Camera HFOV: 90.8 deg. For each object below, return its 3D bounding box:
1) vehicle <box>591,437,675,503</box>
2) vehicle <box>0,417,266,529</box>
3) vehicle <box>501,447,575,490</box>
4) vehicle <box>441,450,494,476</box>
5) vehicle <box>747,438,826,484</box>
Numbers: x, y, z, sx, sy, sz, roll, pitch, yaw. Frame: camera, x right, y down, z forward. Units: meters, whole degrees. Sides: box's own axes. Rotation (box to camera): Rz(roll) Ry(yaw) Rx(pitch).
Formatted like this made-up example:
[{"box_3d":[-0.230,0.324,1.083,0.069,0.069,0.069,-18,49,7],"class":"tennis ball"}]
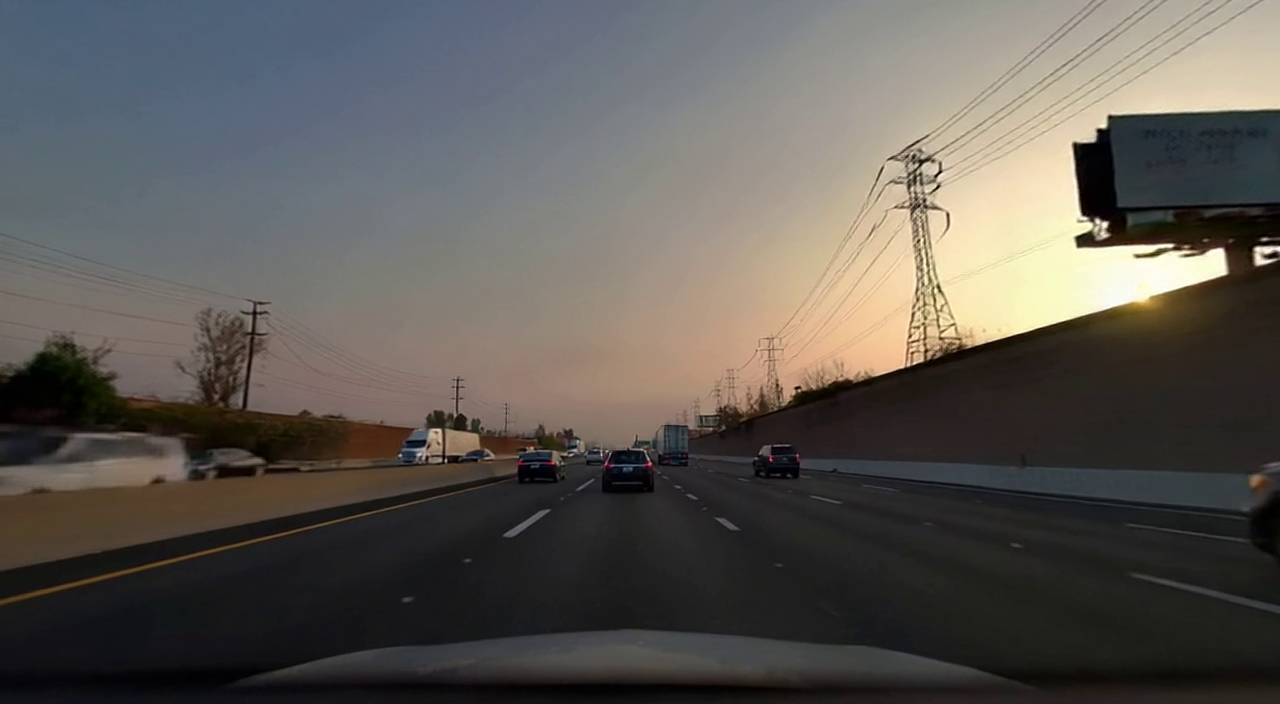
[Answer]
[{"box_3d":[-0.207,3.393,18.536,2.191,1.685,4.015,0,-9,-1],"class":"vehicle"},{"box_3d":[-10.520,2.332,12.790,2.244,1.729,5.864,0,-9,1],"class":"vehicle"},{"box_3d":[-3.834,4.470,24.583,2.025,1.498,4.675,0,-9,1],"class":"vehicle"},{"box_3d":[-10.749,6.944,39.629,2.008,1.500,4.376,0,-9,1],"class":"vehicle"},{"box_3d":[6.767,5.111,29.919,2.302,1.973,5.502,0,-9,-1],"class":"vehicle"}]
